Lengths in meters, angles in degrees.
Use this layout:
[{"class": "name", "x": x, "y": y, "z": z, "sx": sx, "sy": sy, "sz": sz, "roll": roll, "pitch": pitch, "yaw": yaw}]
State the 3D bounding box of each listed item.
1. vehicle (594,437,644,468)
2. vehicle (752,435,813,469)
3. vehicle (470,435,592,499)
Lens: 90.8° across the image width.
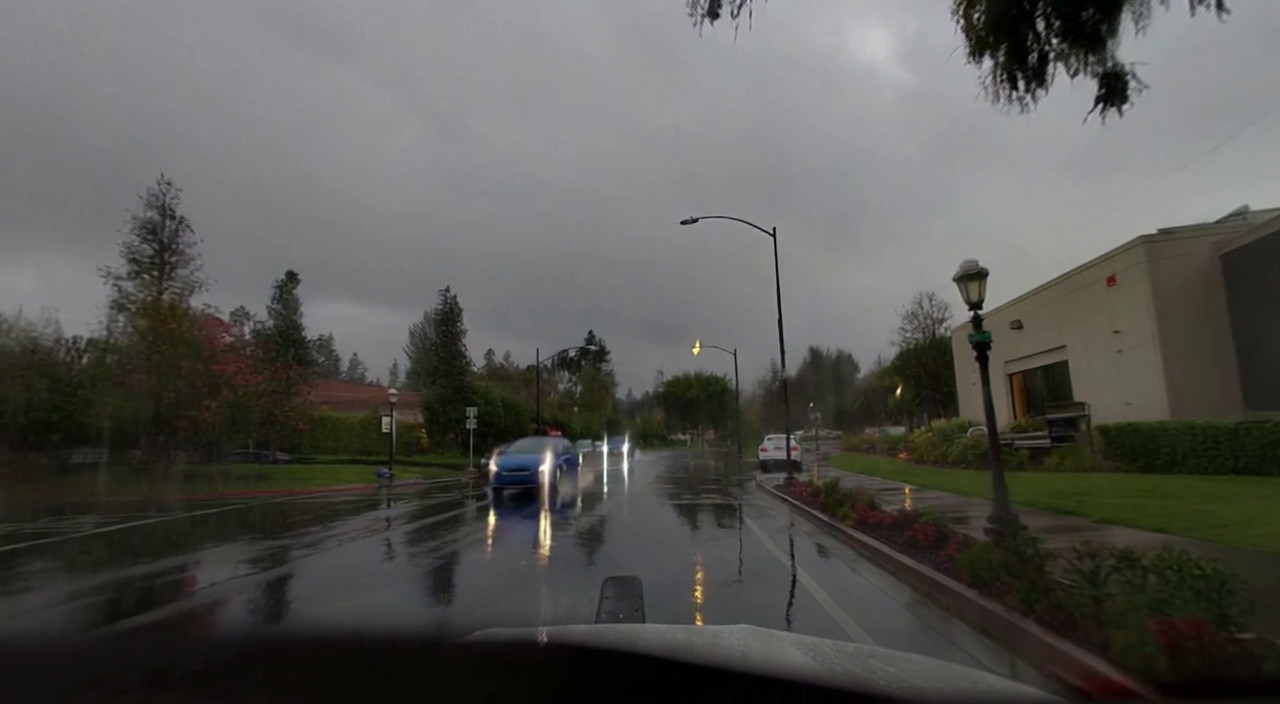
[{"class": "vehicle", "x": -1.107, "y": 5.658, "z": 35.713, "sx": 2.110, "sy": 1.651, "sz": 4.410, "roll": -1, "pitch": -9, "yaw": 7}, {"class": "vehicle", "x": 6.663, "y": 4.737, "z": 30.037, "sx": 1.918, "sy": 1.461, "sz": 4.419, "roll": 0, "pitch": -8, "yaw": 1}, {"class": "vehicle", "x": -2.799, "y": 3.101, "z": 17.493, "sx": 2.056, "sy": 1.508, "sz": 4.596, "roll": -1, "pitch": -9, "yaw": 7}]
